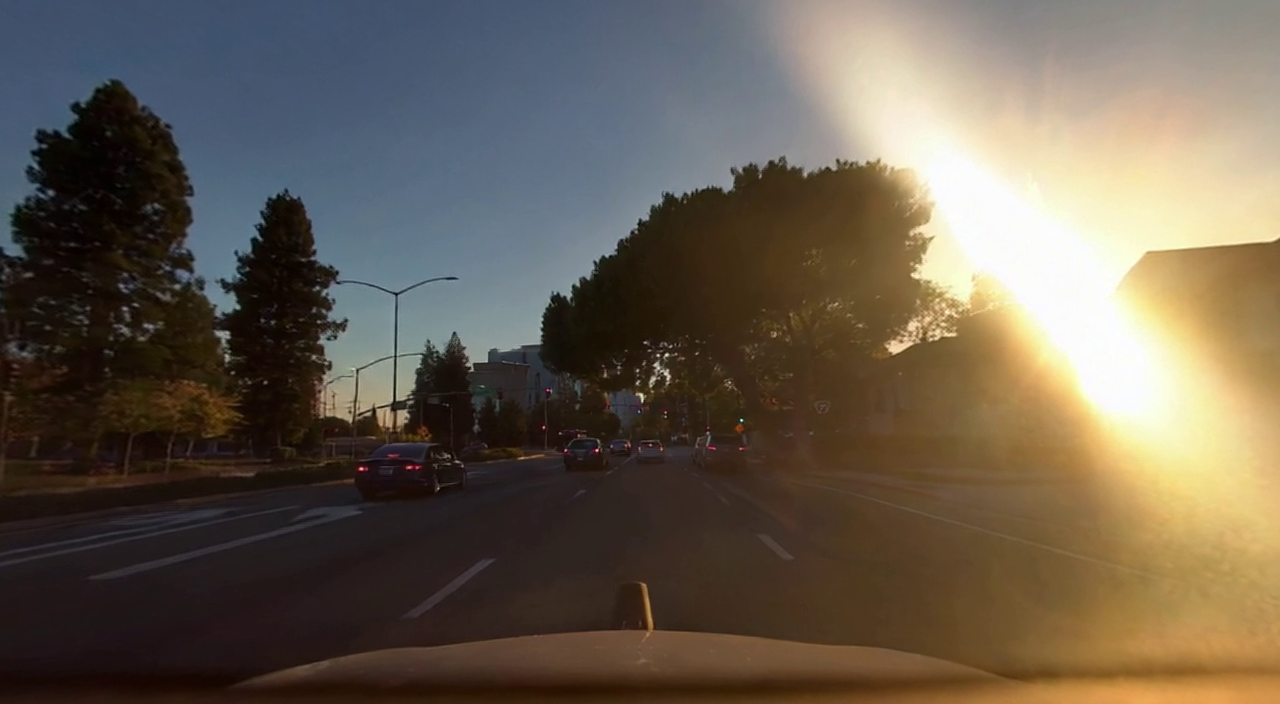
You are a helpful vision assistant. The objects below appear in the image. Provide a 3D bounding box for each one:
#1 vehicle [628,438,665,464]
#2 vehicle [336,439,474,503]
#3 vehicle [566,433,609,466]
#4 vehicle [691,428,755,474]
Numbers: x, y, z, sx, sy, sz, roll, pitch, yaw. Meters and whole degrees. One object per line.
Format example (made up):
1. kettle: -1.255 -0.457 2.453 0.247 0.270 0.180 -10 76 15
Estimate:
1. vehicle: 0.370 5.727 36.445 2.021 1.461 3.862 0 -8 0
2. vehicle: -6.031 3.089 16.824 1.926 1.465 4.620 0 -8 0
3. vehicle: -2.831 5.407 34.809 1.912 1.703 4.261 0 -8 2
4. vehicle: 3.532 4.319 27.609 2.141 1.833 4.704 0 -8 0
